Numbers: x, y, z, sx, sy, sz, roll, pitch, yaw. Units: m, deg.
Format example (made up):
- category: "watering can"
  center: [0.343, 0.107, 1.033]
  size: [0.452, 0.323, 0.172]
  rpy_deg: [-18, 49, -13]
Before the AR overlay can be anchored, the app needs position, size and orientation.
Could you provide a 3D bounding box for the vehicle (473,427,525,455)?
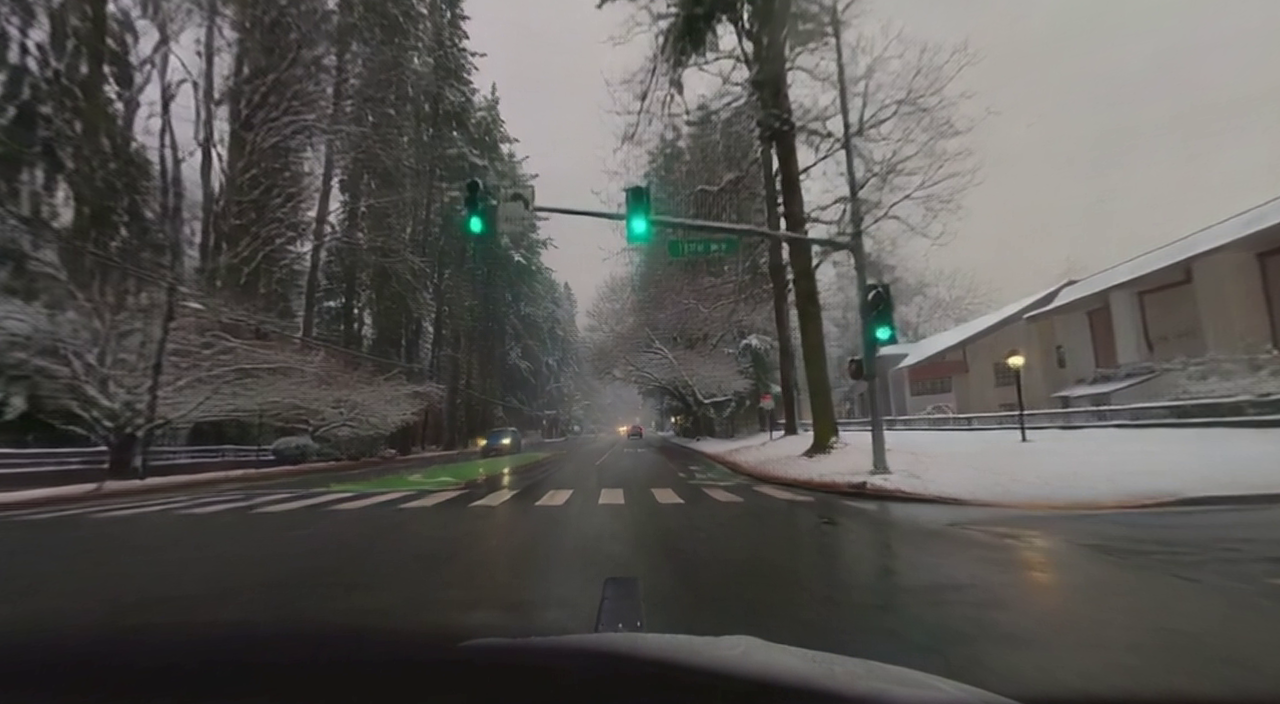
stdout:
- category: "vehicle"
  center: [-9.529, 6.091, 43.104]
  size: [2.248, 1.761, 4.918]
  rpy_deg: [0, -8, 2]
